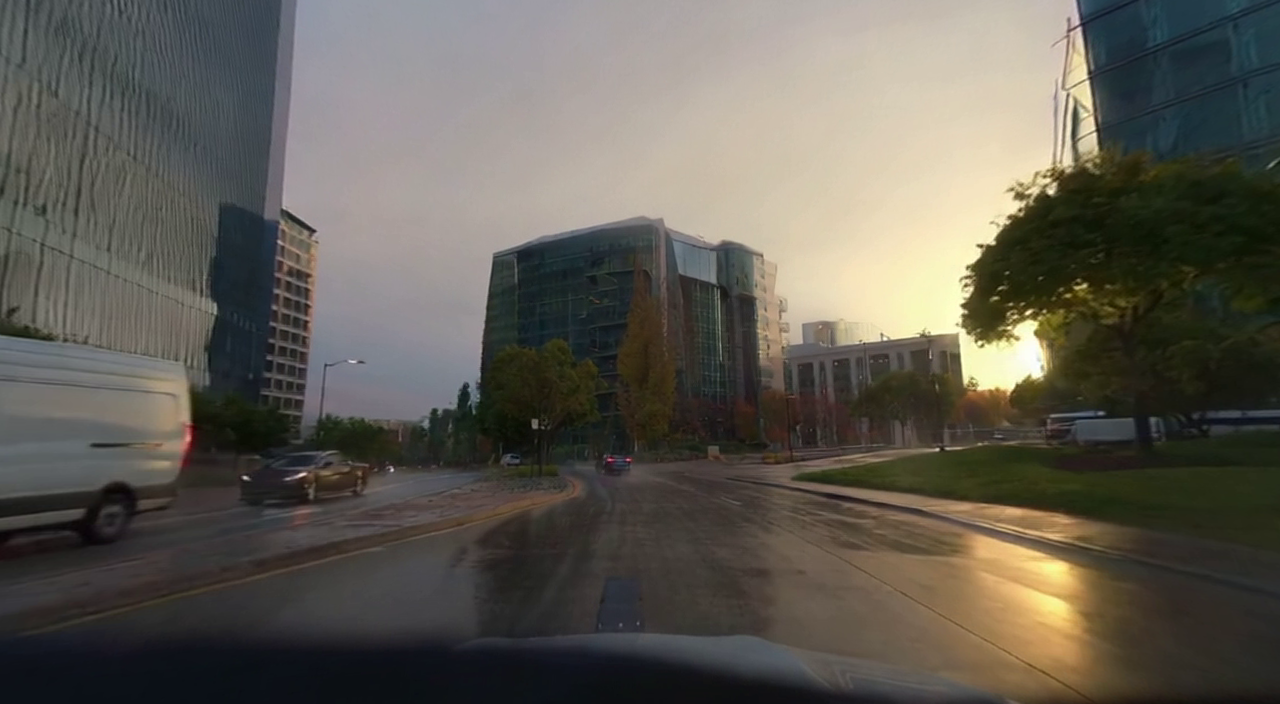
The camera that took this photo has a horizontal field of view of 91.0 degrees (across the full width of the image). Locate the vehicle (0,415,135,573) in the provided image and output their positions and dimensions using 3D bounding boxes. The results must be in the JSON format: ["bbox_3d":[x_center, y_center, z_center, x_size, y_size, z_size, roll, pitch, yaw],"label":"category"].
[{"bbox_3d":[-8.020,1.493,6.508,2.028,1.718,4.479,1,-8,-4],"label":"vehicle"}]

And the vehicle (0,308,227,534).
[{"bbox_3d":[-12.764,1.290,11.624,2.993,3.940,10.946,1,-9,-2],"label":"vehicle"}]

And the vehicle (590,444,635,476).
[{"bbox_3d":[-1.777,6.555,38.471,2.129,1.816,4.851,2,-9,-10],"label":"vehicle"}]

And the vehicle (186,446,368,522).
[{"bbox_3d":[-8.413,3.044,15.096,2.004,1.549,3.947,0,-8,-1],"label":"vehicle"}]
